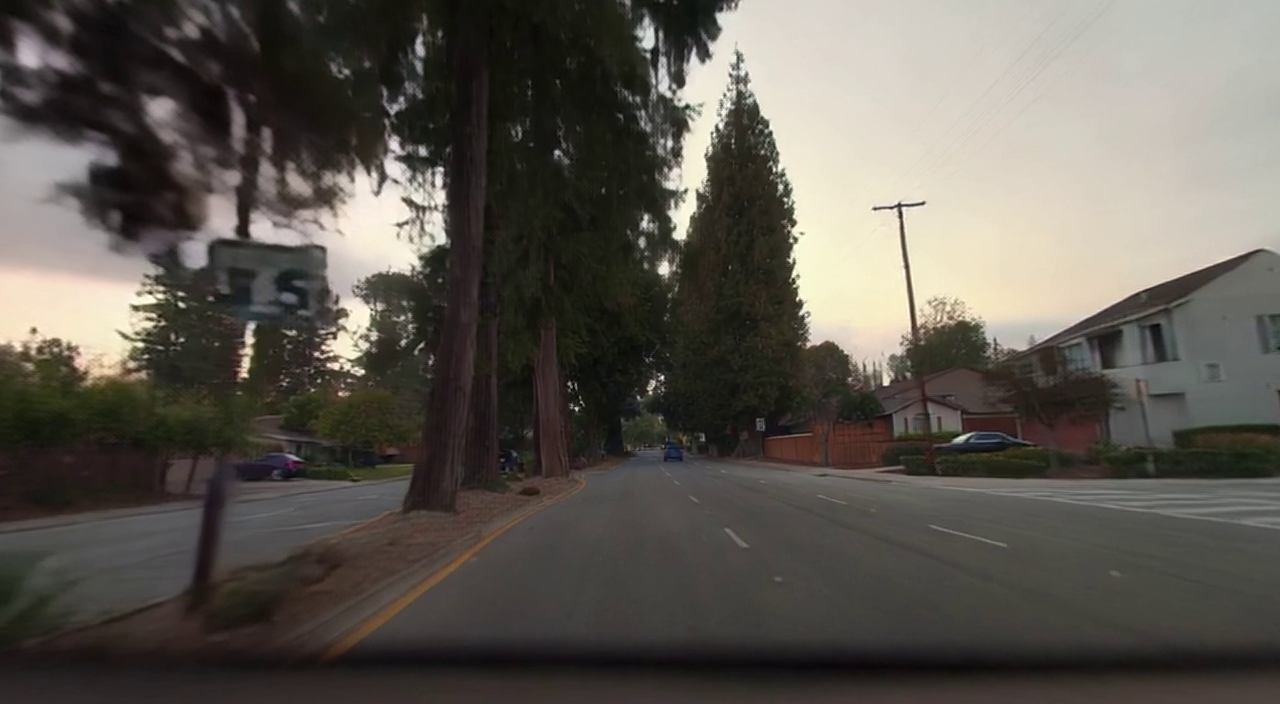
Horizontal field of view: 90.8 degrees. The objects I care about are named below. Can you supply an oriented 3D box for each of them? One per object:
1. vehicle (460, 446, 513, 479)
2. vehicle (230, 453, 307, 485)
[{"bbox_3d":[-8.955,6.475,37.269,1.964,1.722,4.403,-2,-9,2],"label":"vehicle"},{"bbox_3d":[-21.704,6.821,37.140,1.860,1.663,4.418,0,-9,-1],"label":"vehicle"}]
